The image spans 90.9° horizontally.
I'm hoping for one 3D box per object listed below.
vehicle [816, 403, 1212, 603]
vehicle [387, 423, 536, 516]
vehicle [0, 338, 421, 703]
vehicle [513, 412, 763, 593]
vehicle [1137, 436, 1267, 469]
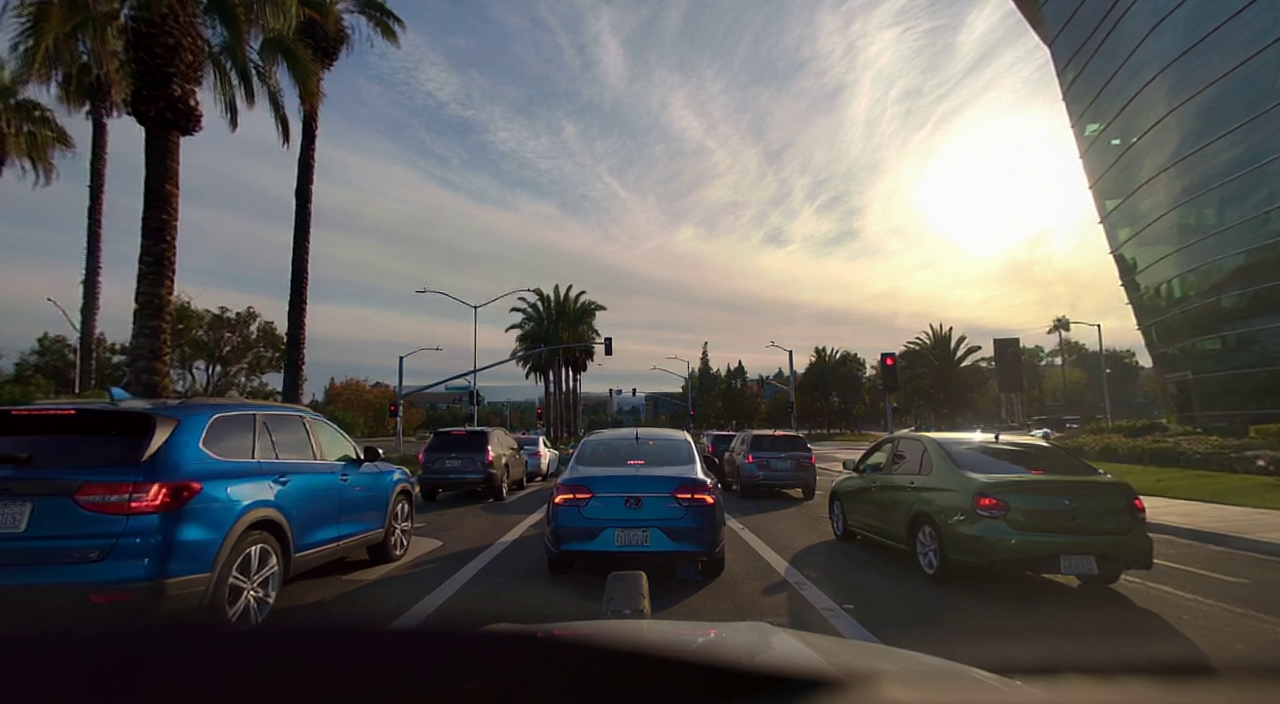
[{"bbox_3d":[3.835,1.623,7.685,2.064,1.696,4.431,0,-8,0],"label":"vehicle"},{"bbox_3d":[-3.474,2.354,13.074,1.917,1.631,3.768,0,-8,1],"label":"vehicle"},{"bbox_3d":[-3.542,1.135,5.075,2.014,1.775,4.404,0,-8,-1],"label":"vehicle"},{"bbox_3d":[-0.057,1.658,7.824,2.219,1.586,4.321,0,-8,-1],"label":"vehicle"},{"bbox_3d":[25.446,4.545,28.653,4.014,1.417,1.777,-1,-8,5],"label":"vehicle"}]
